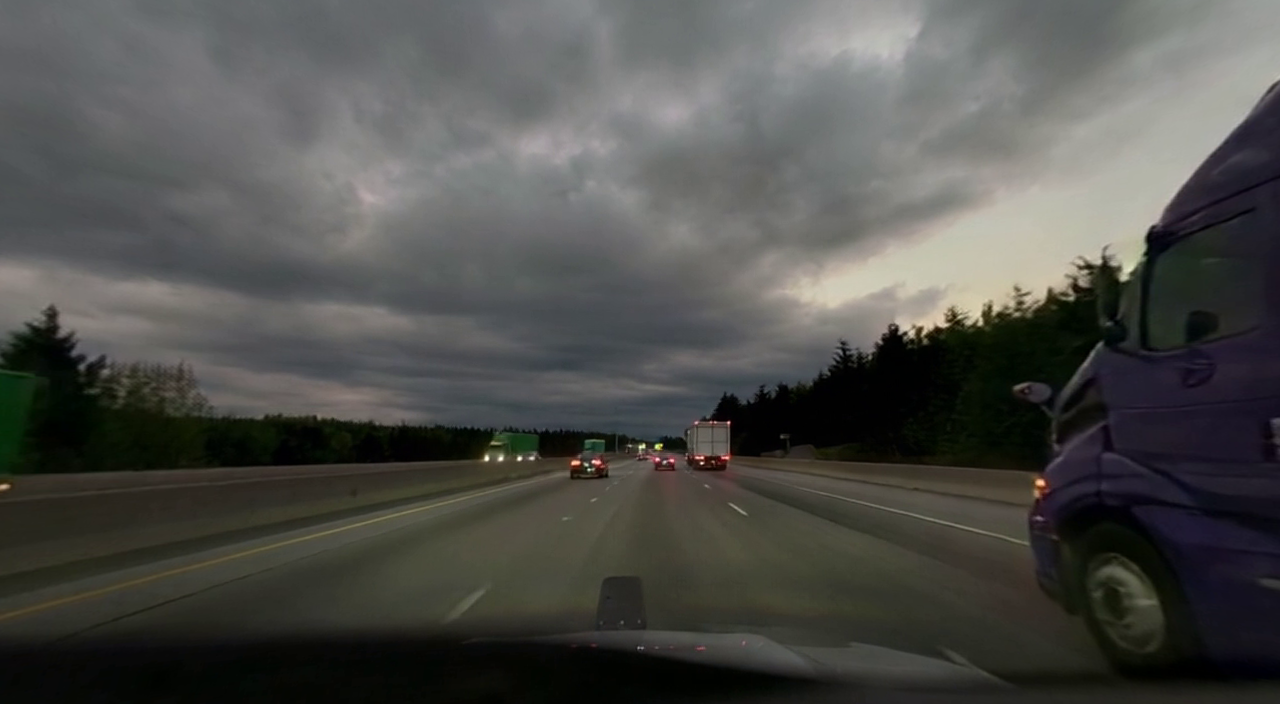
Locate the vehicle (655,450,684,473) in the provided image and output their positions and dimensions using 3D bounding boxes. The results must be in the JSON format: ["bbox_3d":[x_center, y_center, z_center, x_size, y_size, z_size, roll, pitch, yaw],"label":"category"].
[{"bbox_3d":[2.074,7.853,45.218,1.957,1.541,4.099,0,-9,1],"label":"vehicle"}]

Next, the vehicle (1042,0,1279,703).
[{"bbox_3d":[4.511,-0.274,1.525,3.020,3.962,5.781,0,-9,0],"label":"vehicle"}]

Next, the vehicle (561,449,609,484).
[{"bbox_3d":[-2.591,5.535,30.758,1.960,1.579,4.384,0,-9,0],"label":"vehicle"}]
